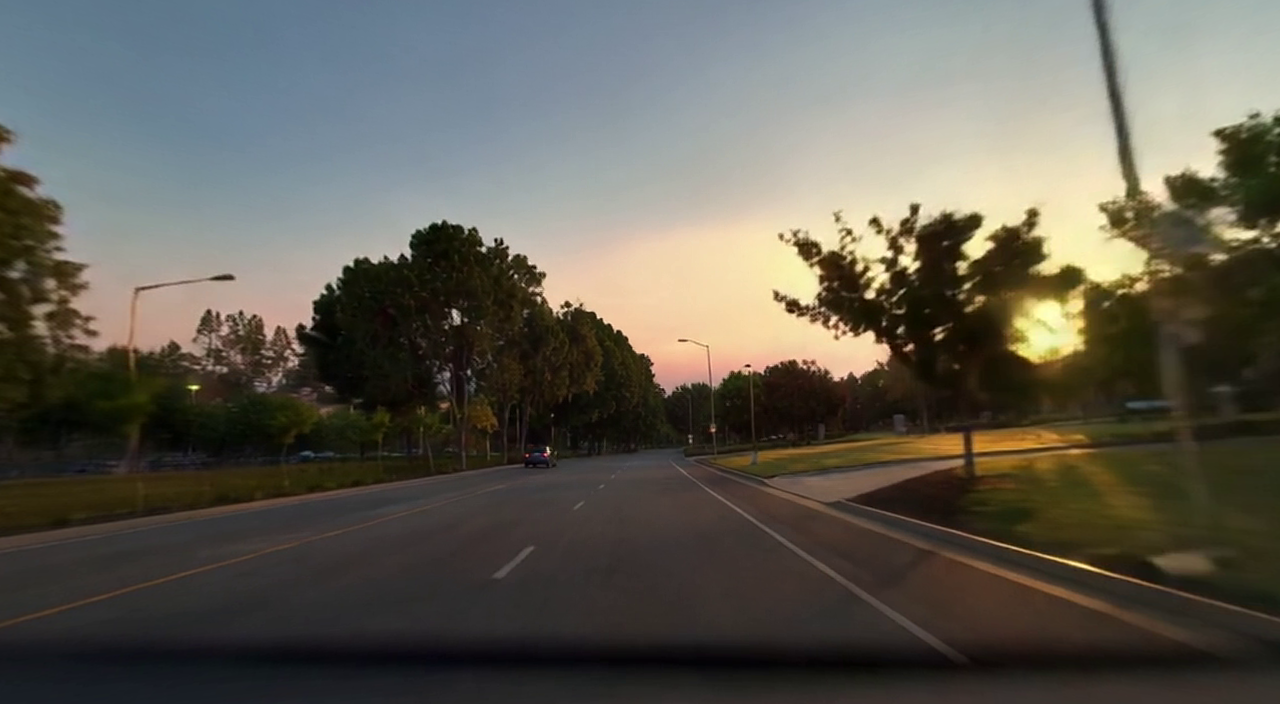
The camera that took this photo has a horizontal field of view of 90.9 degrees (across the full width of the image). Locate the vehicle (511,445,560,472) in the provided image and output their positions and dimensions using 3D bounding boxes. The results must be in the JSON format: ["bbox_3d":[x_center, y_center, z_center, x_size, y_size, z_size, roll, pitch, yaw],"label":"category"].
[{"bbox_3d":[-5.948,6.098,36.474,1.945,1.461,4.605,0,-8,2],"label":"vehicle"}]
